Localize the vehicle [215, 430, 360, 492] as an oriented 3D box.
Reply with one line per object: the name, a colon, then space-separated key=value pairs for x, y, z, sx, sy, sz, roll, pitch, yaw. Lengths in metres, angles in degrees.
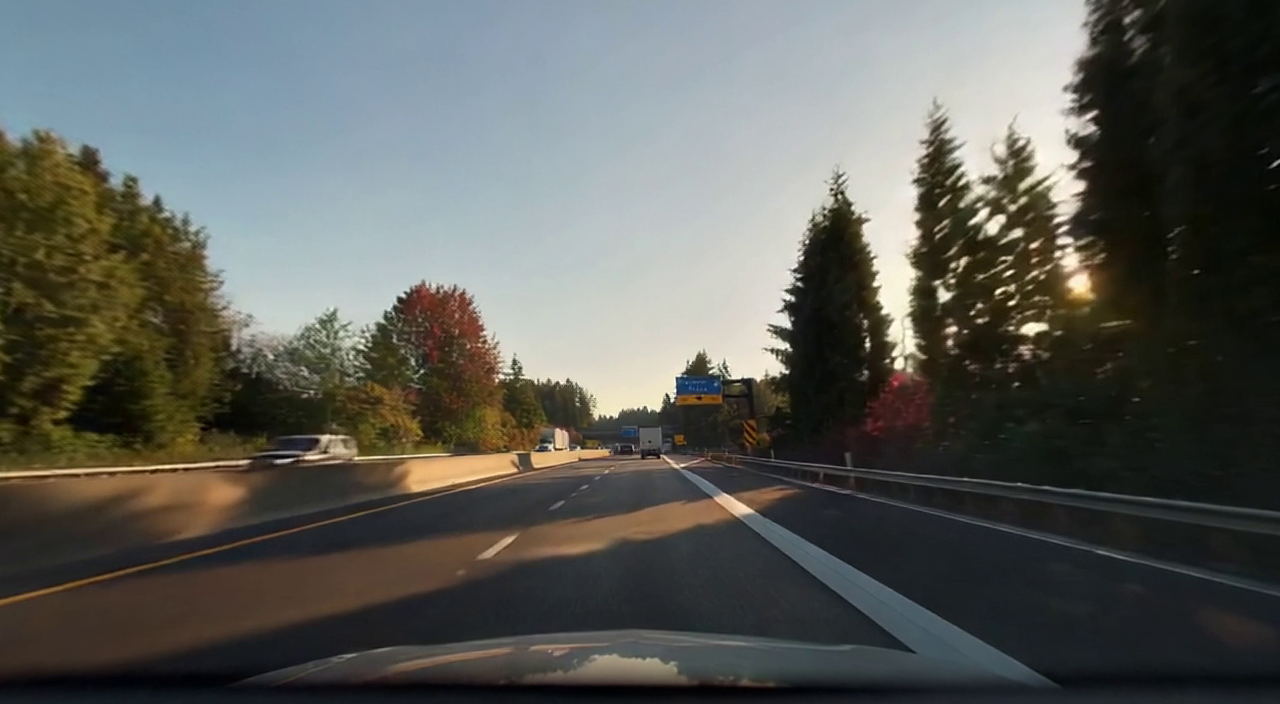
vehicle: x=-11.862 y=3.718 z=21.728 sx=2.021 sy=1.855 sz=5.059 roll=0 pitch=-9 yaw=1
